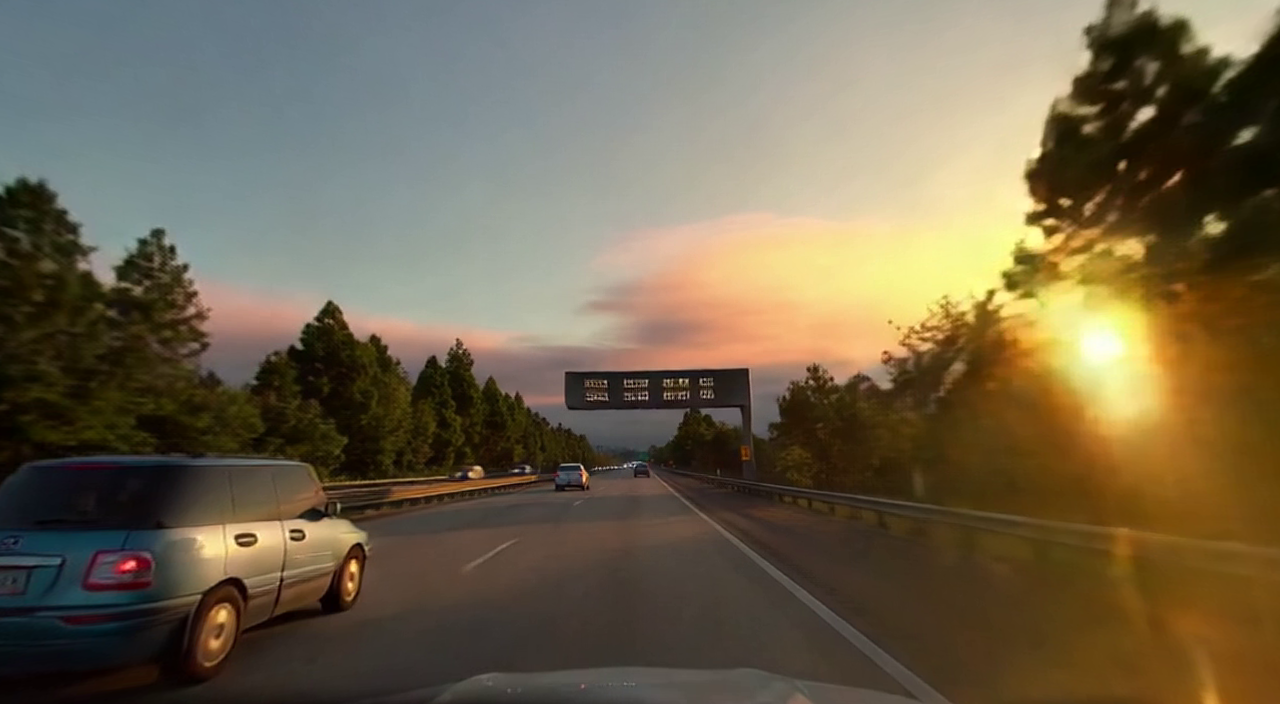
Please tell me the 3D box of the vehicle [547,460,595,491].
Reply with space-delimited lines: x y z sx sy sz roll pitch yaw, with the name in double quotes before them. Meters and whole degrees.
"vehicle" -3.745 6.801 34.772 2.081 1.586 4.245 0 -10 1
